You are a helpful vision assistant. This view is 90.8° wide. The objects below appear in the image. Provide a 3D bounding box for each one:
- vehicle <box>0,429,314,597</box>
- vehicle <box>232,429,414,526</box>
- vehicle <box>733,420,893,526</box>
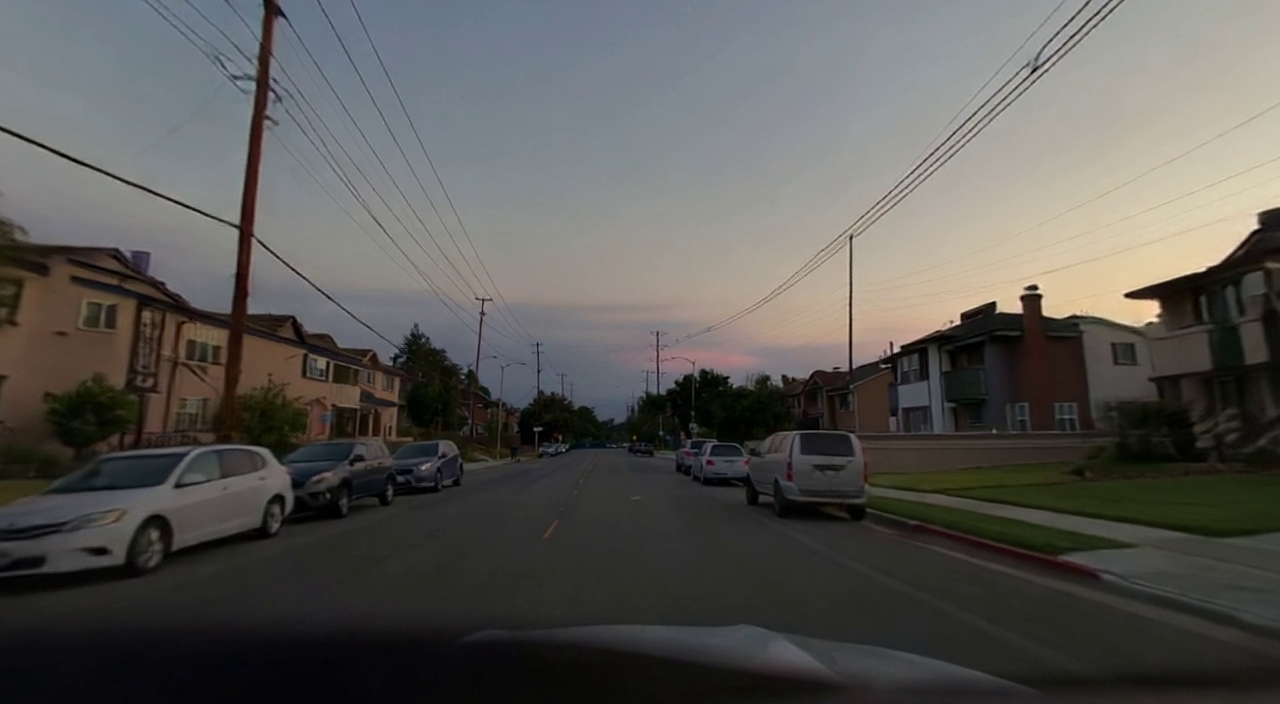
[{"bbox_3d":[-6.289,1.874,8.390,1.863,1.561,4.380,-3,-7,-4],"label":"vehicle"},{"bbox_3d":[-6.642,2.614,13.914,1.988,1.734,4.400,-1,-8,-4],"label":"vehicle"},{"bbox_3d":[3.205,2.344,12.716,1.936,1.756,4.127,0,-9,-2],"label":"vehicle"}]
